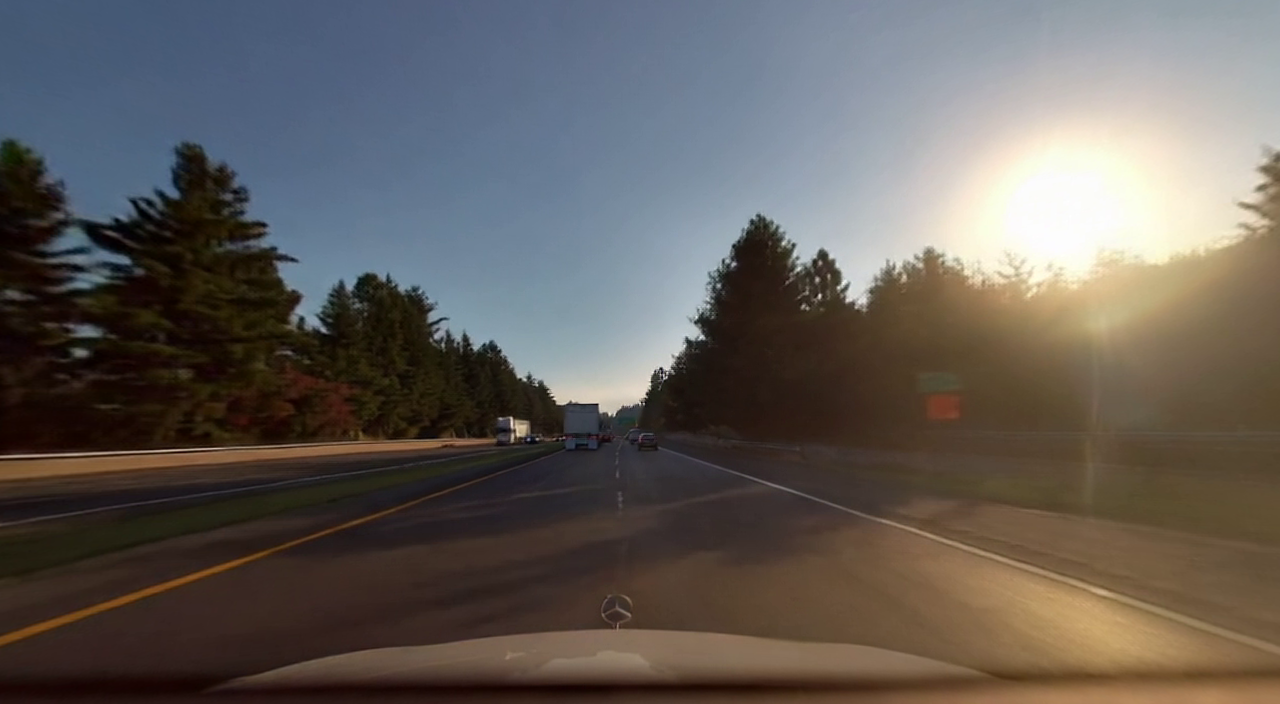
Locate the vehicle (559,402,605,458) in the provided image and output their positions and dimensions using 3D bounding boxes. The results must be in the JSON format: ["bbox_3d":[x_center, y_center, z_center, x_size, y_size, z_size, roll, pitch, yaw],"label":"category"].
[{"bbox_3d":[-3.419,4.807,38.746,2.450,3.098,6.965,0,-8,-2],"label":"vehicle"}]
